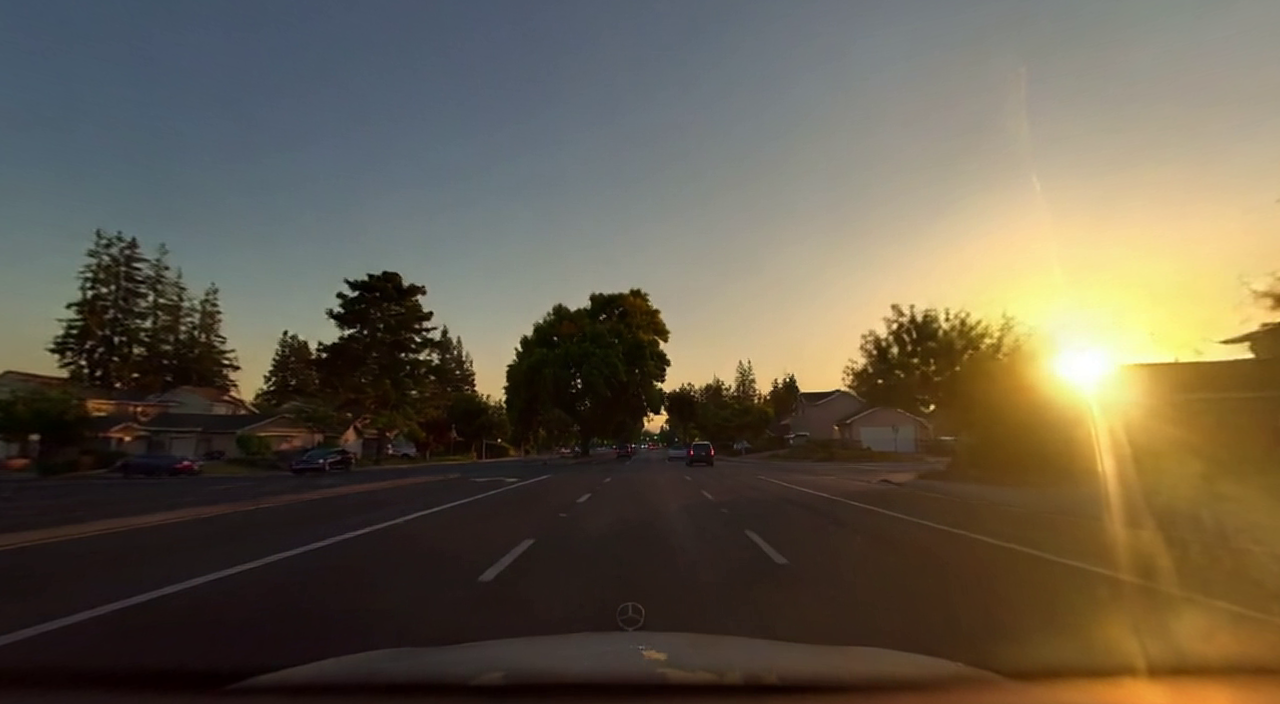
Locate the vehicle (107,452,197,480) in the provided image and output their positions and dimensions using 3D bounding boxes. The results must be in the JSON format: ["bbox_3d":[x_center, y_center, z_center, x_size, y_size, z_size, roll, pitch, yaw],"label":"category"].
[{"bbox_3d":[-27.811,6.478,35.943,4.317,1.476,1.910,-3,-9,19],"label":"vehicle"}]

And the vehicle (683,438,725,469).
[{"bbox_3d":[3.960,6.345,39.529,2.114,1.780,4.445,0,-8,0],"label":"vehicle"}]

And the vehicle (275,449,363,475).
[{"bbox_3d":[-19.651,6.733,38.730,4.351,1.489,1.890,0,-8,-1],"label":"vehicle"}]
